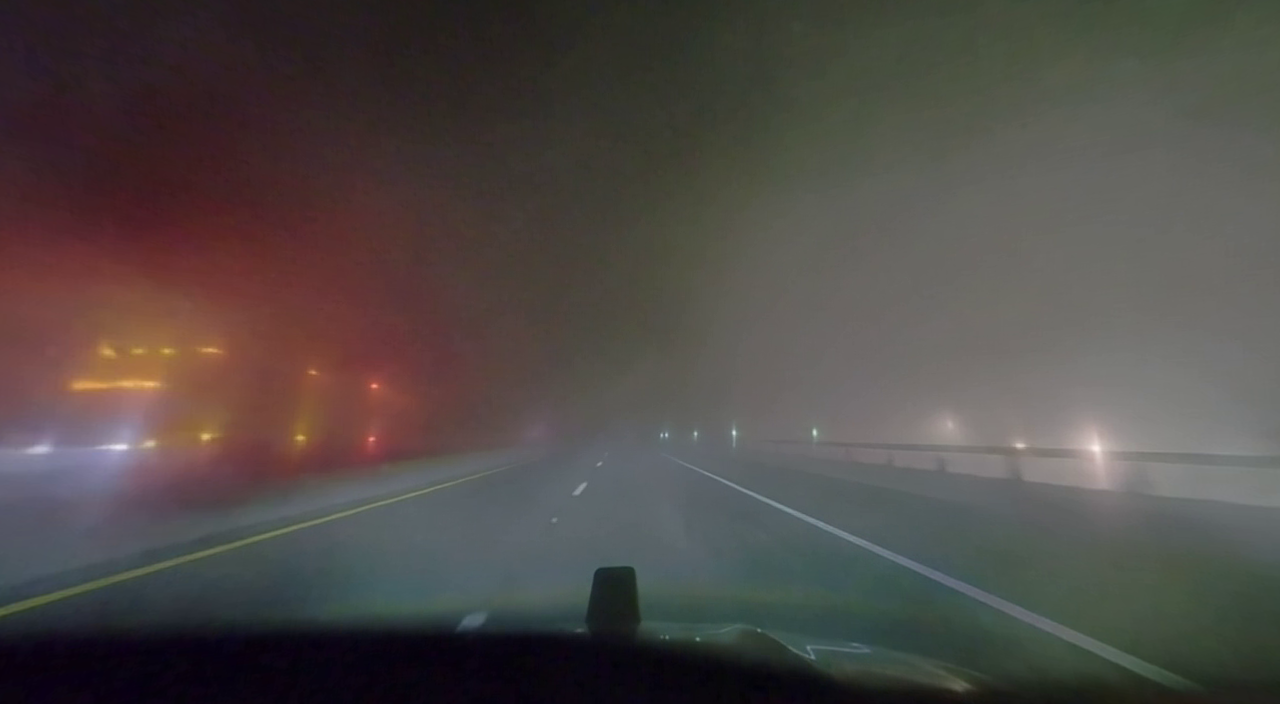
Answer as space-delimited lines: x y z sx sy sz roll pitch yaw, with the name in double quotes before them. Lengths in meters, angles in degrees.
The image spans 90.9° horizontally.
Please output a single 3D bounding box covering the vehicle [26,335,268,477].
"vehicle" -15.551 1.899 20.691 3.006 3.965 5.994 0 -8 -2
